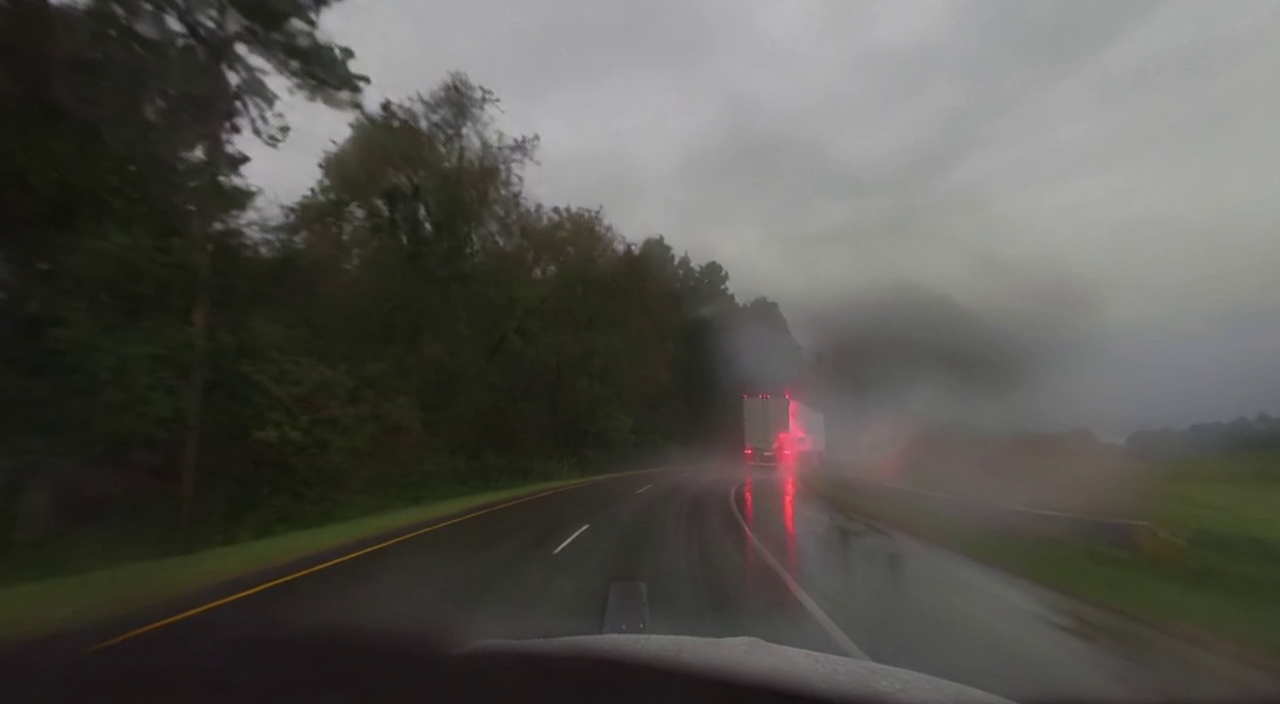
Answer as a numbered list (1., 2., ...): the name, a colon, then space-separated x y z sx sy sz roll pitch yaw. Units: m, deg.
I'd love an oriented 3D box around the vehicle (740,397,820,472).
1. vehicle: 9.706 5.683 42.048 3.087 4.178 13.682 -3 -10 21
